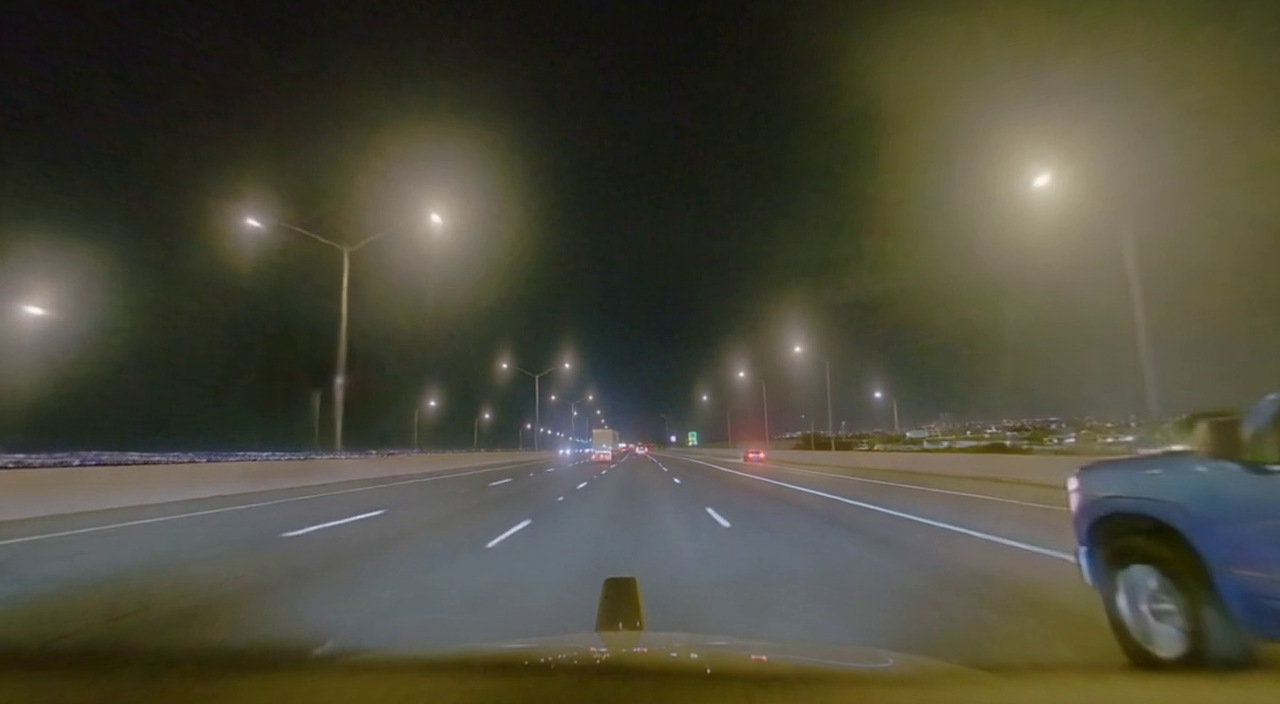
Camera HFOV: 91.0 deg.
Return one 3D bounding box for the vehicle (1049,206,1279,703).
[{"bbox_3d":[3.541,0.260,0.345,2.593,2.110,6.016,0,-9,0],"label":"vehicle"}]
